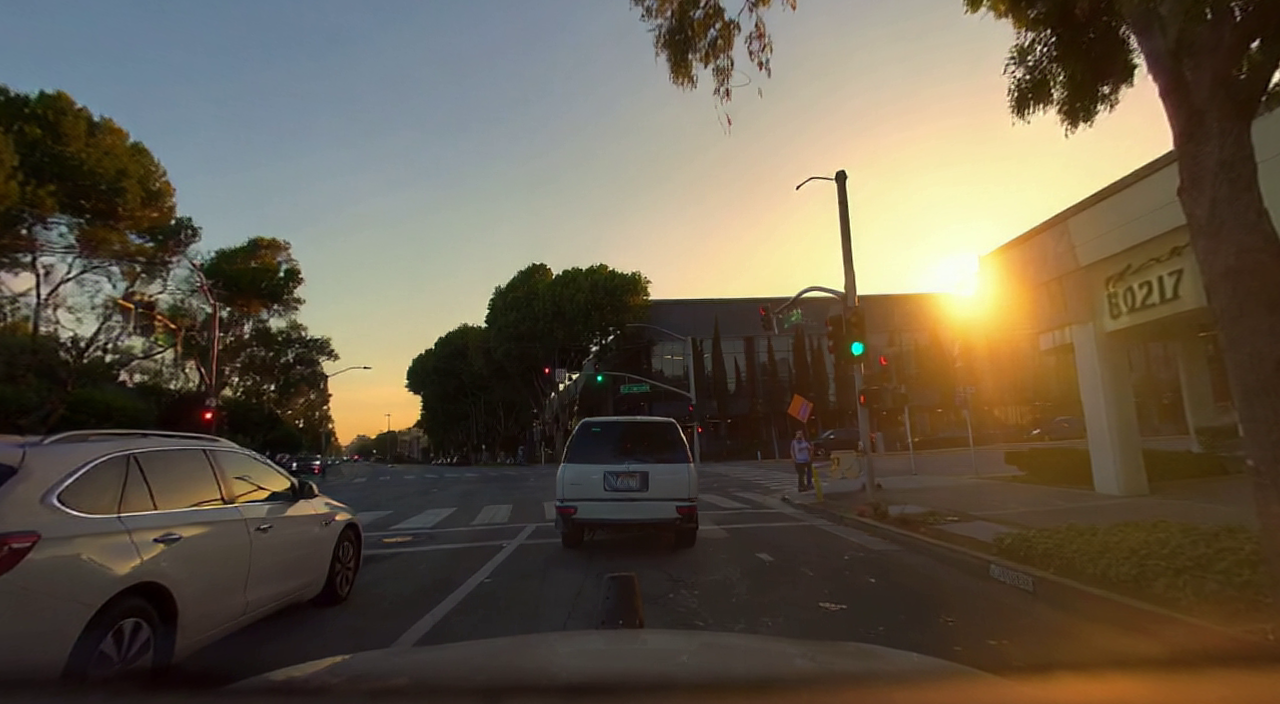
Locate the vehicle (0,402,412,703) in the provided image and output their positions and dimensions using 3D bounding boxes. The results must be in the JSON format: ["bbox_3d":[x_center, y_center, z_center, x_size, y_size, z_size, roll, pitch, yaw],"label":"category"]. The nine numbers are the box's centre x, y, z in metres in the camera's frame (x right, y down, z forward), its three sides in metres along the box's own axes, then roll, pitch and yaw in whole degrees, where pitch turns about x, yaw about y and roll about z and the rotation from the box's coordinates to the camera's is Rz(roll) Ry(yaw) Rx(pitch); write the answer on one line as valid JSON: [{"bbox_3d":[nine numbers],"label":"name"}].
[{"bbox_3d":[-3.384,1.262,4.560,2.011,1.527,4.008,0,-8,-1],"label":"vehicle"}]

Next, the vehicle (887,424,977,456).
[{"bbox_3d":[15.139,4.574,32.804,3.830,1.545,2.006,3,-9,-19],"label":"vehicle"}]

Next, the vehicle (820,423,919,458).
[{"bbox_3d":[12.739,4.908,35.087,4.872,1.806,2.107,3,-9,-19],"label":"vehicle"}]

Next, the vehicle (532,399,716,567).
[{"bbox_3d":[-0.187,1.793,9.328,2.059,1.877,4.249,0,-8,0],"label":"vehicle"}]
